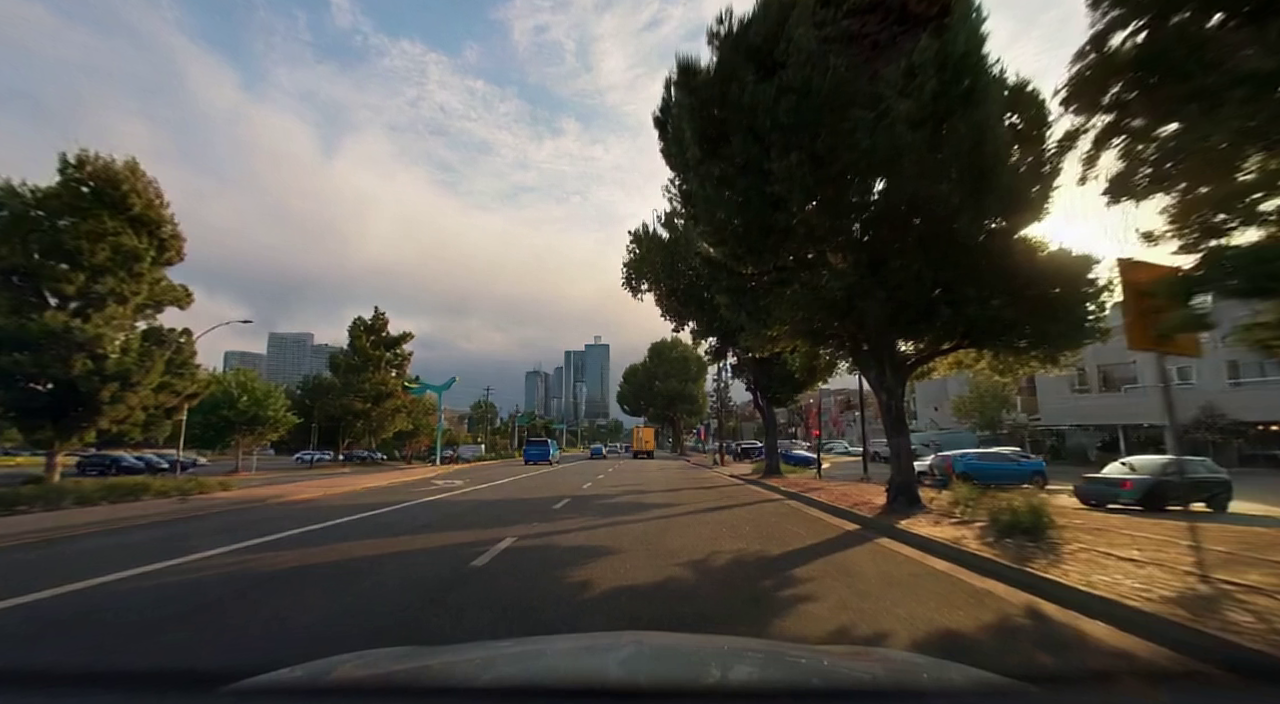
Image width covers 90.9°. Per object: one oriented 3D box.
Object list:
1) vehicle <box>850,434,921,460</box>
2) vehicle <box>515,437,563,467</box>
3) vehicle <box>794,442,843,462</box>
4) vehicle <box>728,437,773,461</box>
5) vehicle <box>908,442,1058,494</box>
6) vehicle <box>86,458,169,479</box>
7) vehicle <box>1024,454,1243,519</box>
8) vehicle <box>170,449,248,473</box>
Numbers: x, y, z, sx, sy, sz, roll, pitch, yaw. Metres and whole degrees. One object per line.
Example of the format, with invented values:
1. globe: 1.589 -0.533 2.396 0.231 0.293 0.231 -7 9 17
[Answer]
1. vehicle: 18.882 7.369 48.787 2.211 1.880 5.847 2 -9 -12
2. vehicle: -6.641 6.640 42.001 2.149 1.893 5.187 0 -8 2
3. vehicle: 13.798 7.733 49.006 1.944 1.476 4.483 1 -9 -10
4. vehicle: 8.517 7.567 49.072 2.057 1.750 4.679 1 -9 -9
5. vehicle: 13.884 4.711 25.766 4.812 1.825 2.073 -3 -9 2
6. vehicle: -33.809 7.692 41.653 3.913 1.329 1.824 0 -8 1
7. vehicle: 13.455 3.671 17.430 4.367 1.459 1.851 -3 -9 2
8. vehicle: -33.907 8.576 49.670 4.555 1.761 2.039 0 -8 0
